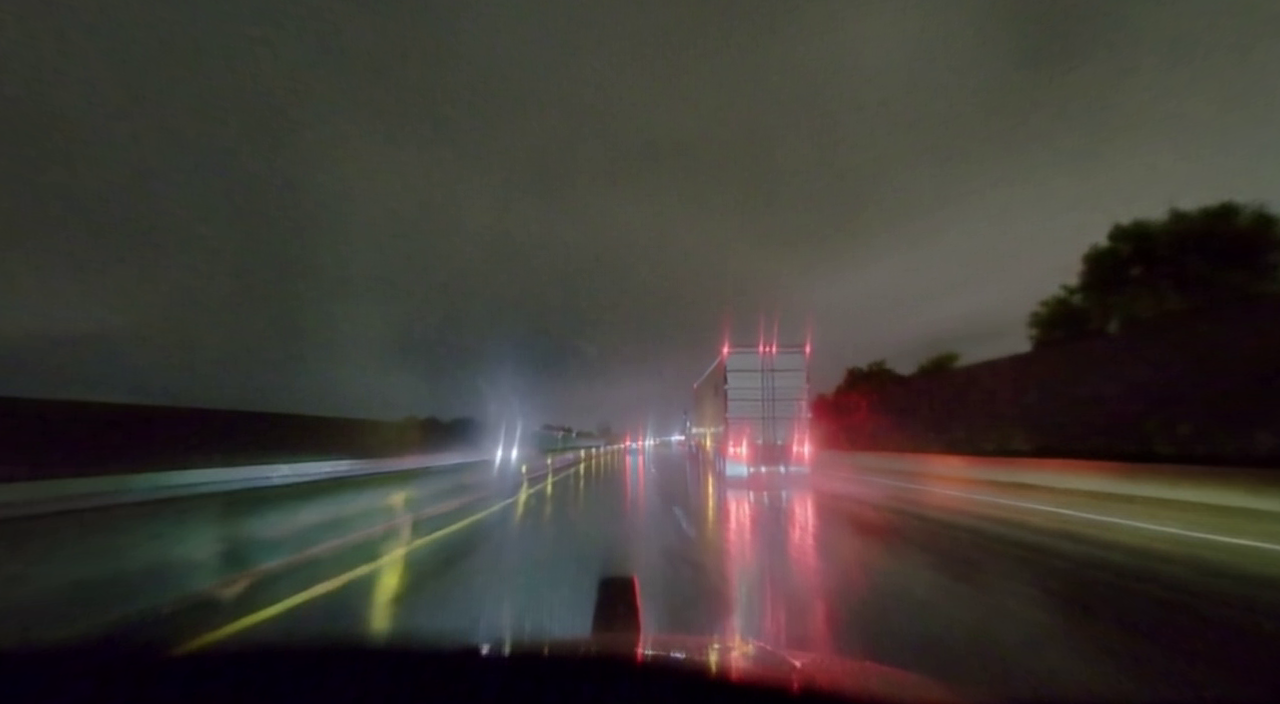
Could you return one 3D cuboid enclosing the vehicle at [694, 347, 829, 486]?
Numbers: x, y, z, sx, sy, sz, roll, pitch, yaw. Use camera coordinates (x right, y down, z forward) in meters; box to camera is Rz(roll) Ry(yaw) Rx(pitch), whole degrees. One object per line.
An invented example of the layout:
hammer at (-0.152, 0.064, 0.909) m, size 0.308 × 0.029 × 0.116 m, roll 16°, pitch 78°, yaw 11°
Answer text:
vehicle at (4.126, 2.771, 25.199) m, size 2.966 × 4.072 × 13.408 m, roll 0°, pitch -8°, yaw 1°
